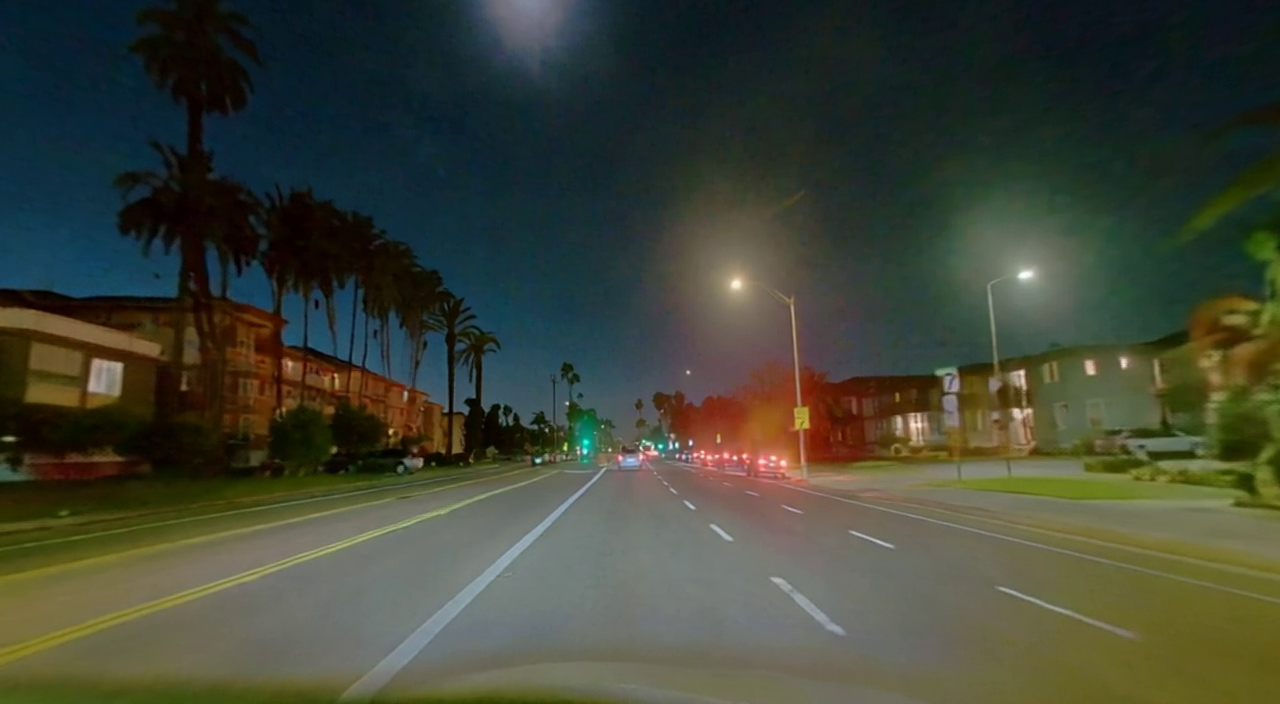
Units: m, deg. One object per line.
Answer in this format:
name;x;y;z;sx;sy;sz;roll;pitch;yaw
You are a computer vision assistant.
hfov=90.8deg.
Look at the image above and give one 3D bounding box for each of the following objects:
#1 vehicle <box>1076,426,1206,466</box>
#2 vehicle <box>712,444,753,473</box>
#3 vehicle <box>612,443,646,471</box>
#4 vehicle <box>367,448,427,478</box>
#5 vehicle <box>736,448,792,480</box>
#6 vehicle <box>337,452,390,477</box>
vehicle;24.294;4.625;30.938;2.135;1.787;4.888;0;-9;-3
vehicle;6.334;7.337;43.874;2.035;1.822;5.449;-1;-9;1
vehicle;-0.802;7.301;44.238;2.248;1.833;4.798;0;-9;-2
vehicle;-17.479;7.964;45.742;2.185;1.993;5.054;-1;-9;3
vehicle;6.380;5.798;33.023;1.947;1.505;4.759;-1;-9;0
vehicle;-20.133;8.195;46.206;1.931;1.641;4.146;-1;-9;1
